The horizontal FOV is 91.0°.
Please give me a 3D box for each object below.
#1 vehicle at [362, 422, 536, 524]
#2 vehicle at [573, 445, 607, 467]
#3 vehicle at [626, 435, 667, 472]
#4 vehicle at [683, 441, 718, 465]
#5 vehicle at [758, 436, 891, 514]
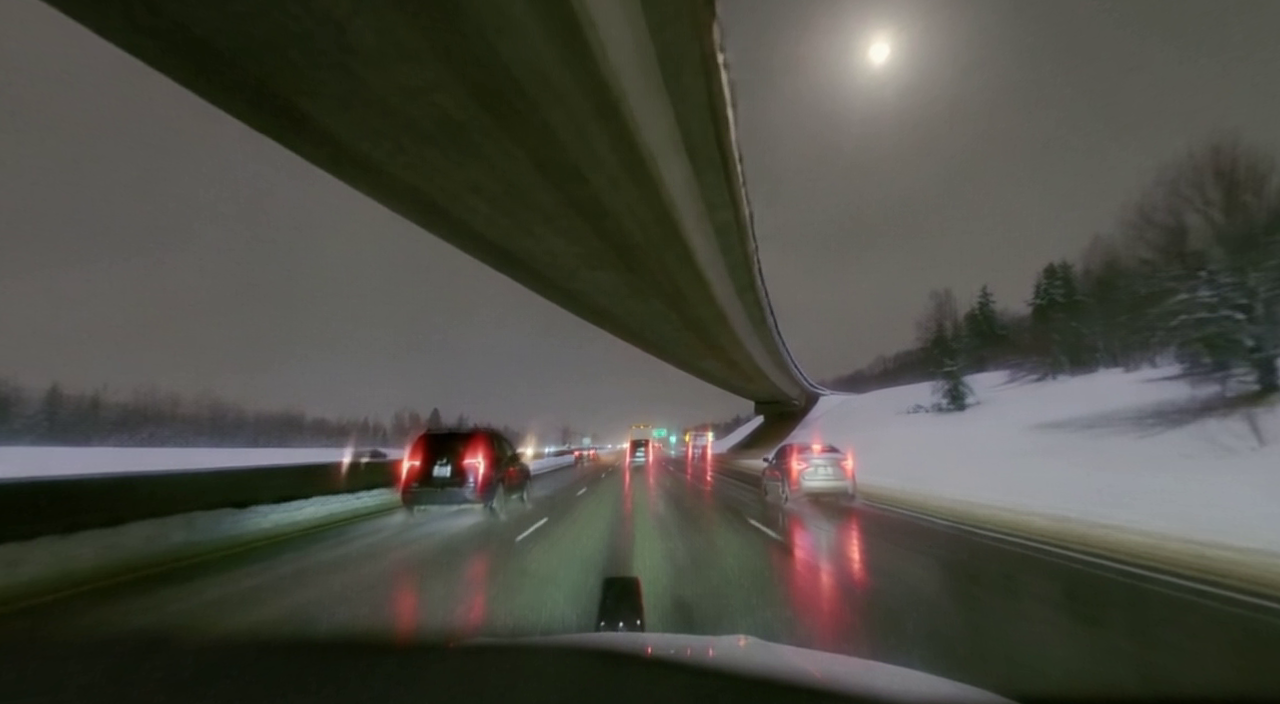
[{"bbox_3d":[-3.685,2.438,13.196,2.089,1.751,4.515,0,-9,2],"label":"vehicle"},{"bbox_3d":[-3.553,7.468,45.316,1.994,1.475,4.171,0,-9,1],"label":"vehicle"},{"bbox_3d":[0.365,5.744,35.745,2.155,1.909,4.529,0,-9,0],"label":"vehicle"},{"bbox_3d":[4.611,7.818,48.818,2.231,1.807,4.588,0,-9,0],"label":"vehicle"},{"bbox_3d":[4.066,2.765,14.600,1.959,1.554,3.795,0,-9,1],"label":"vehicle"}]
